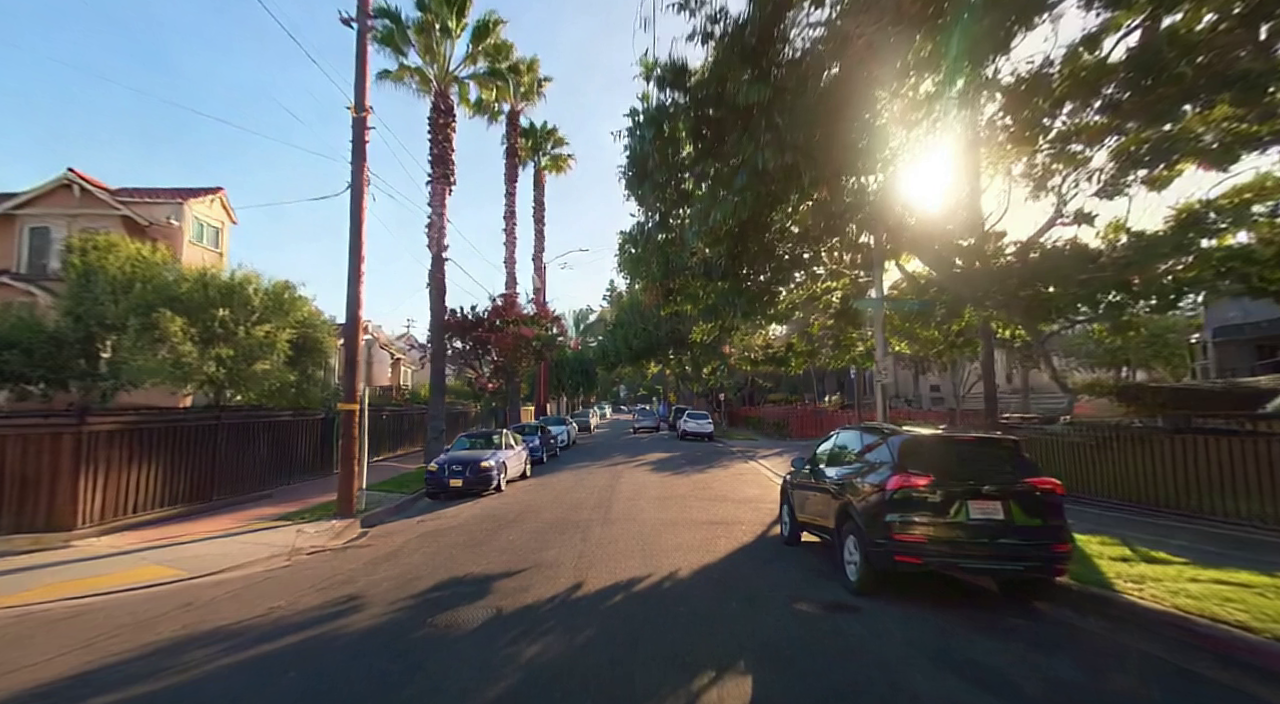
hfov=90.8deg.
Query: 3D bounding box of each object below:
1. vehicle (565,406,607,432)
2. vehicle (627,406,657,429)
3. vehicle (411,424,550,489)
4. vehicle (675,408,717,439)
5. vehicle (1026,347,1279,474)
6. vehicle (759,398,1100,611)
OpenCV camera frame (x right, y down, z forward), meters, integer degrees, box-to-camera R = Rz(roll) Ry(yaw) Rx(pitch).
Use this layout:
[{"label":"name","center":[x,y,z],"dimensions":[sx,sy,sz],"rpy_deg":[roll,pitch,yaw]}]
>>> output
[{"label":"vehicle","center":[-3.690,4.778,44.509],"dimensions":[2.130,1.543,5.386],"rpy_deg":[-1,-8,4]},{"label":"vehicle","center":[0.119,4.834,45.973],"dimensions":[2.081,1.483,4.599],"rpy_deg":[0,-8,0]},{"label":"vehicle","center":[-4.072,2.819,17.391],"dimensions":[2.157,1.487,5.718],"rpy_deg":[-1,-8,2]},{"label":"vehicle","center":[3.173,4.200,36.625],"dimensions":[2.060,1.614,4.652],"rpy_deg":[0,-8,0]},{"label":"vehicle","center":[10.775,1.322,12.857],"dimensions":[2.302,2.005,5.819],"rpy_deg":[-1,-8,2]},{"label":"vehicle","center":[2.768,1.573,7.538],"dimensions":[1.895,1.680,4.842],"rpy_deg":[0,-8,2]}]
